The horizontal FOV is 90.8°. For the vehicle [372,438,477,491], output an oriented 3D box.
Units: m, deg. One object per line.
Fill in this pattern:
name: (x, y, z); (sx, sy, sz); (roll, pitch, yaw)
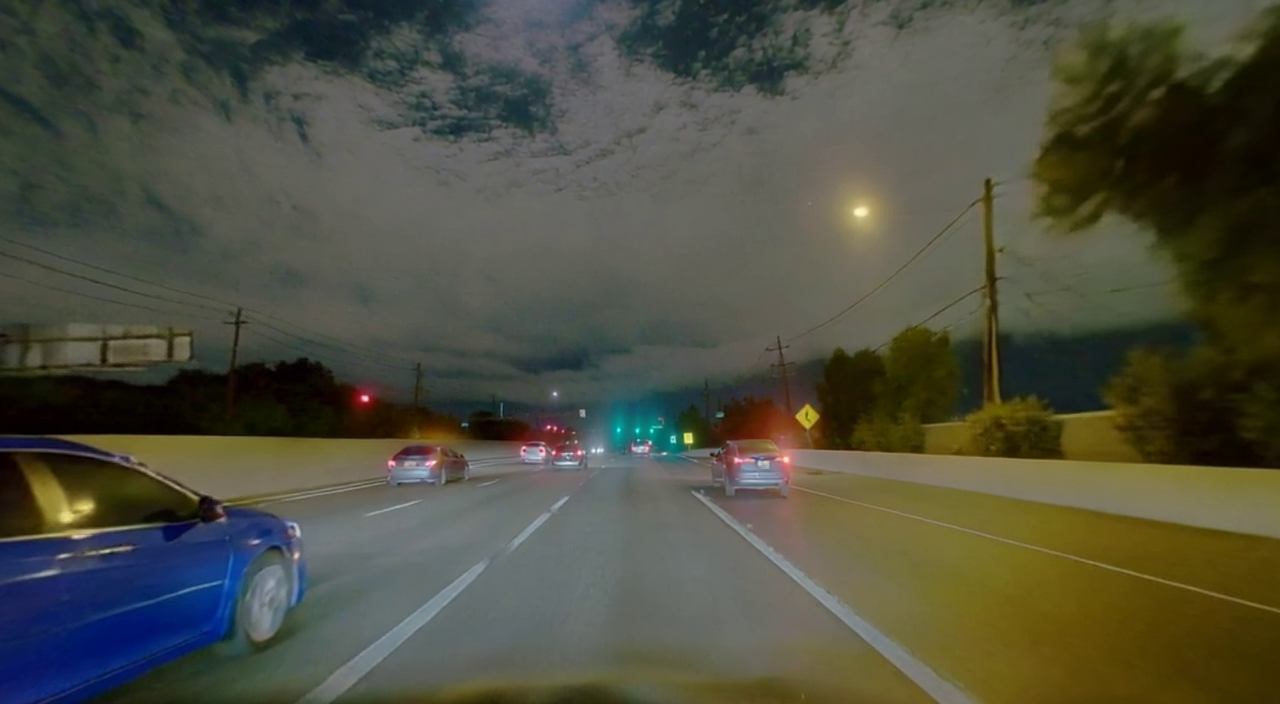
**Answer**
vehicle: (-6.684, 3.519, 20.113); (1.903, 1.482, 4.180); (0, -8, 0)

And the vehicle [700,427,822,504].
vehicle: (2.849, 2.799, 16.001); (2.100, 1.659, 4.387); (0, -8, -1)

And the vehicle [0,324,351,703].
vehicle: (-3.253, 0.836, 2.613); (2.104, 1.707, 4.338); (0, -8, -1)

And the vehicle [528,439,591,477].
vehicle: (-3.378, 4.533, 27.336); (2.066, 1.488, 4.377); (0, -8, 1)
